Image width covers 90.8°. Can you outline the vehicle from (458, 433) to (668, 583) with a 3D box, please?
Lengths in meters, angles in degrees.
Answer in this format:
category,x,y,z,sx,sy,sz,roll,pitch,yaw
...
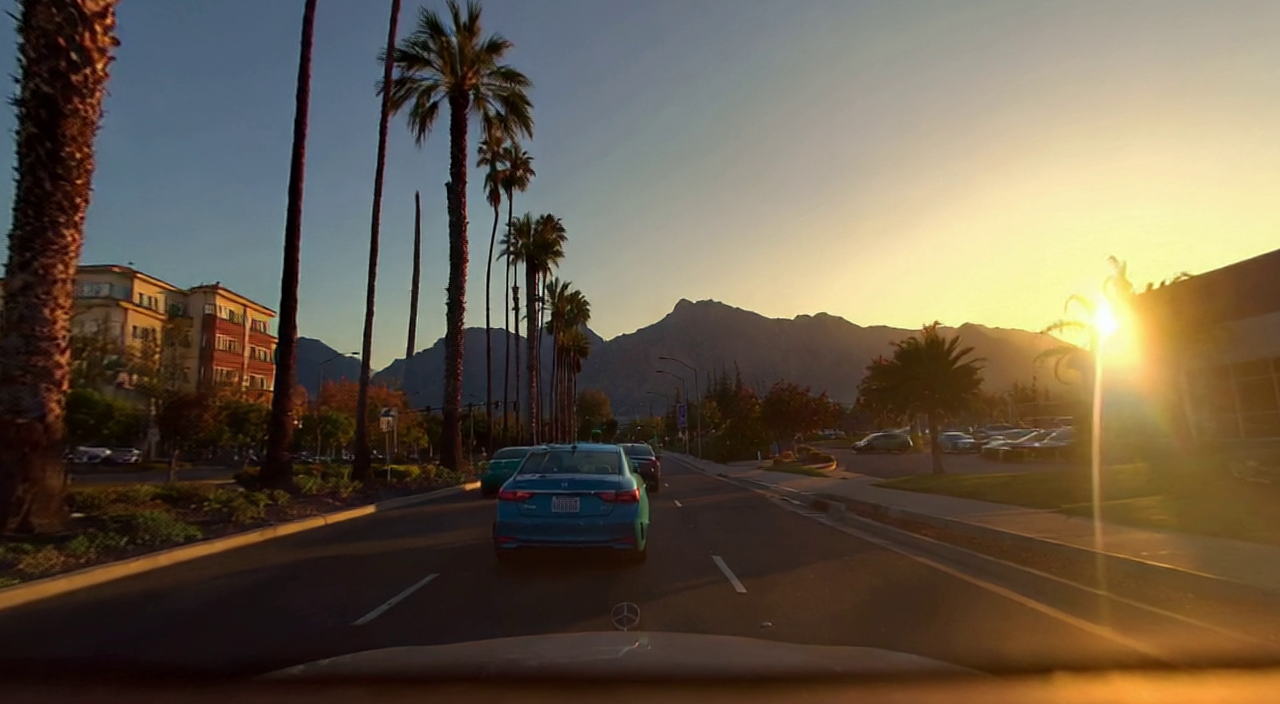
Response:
category,x,y,z,sx,sy,sz,roll,pitch,yaw
vehicle,-0.841,1.839,8.276,2.067,1.459,3.886,0,-8,-3

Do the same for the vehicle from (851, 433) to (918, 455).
category,x,y,z,sx,sy,sz,roll,pitch,yaw
vehicle,19.207,7.256,49.780,1.925,1.652,4.490,6,-10,-34

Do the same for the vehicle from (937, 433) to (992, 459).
category,x,y,z,sx,sy,sz,roll,pitch,yaw
vehicle,20.123,5.831,39.112,1.961,1.526,4.640,-7,-11,39
